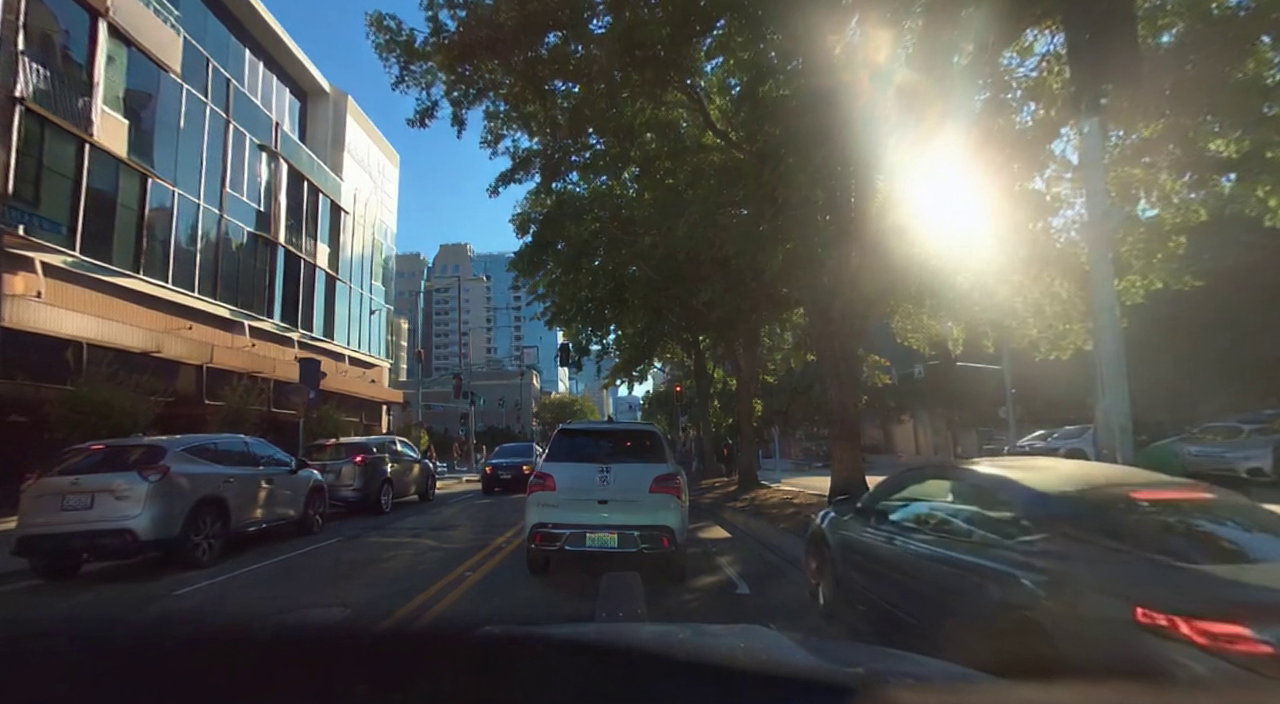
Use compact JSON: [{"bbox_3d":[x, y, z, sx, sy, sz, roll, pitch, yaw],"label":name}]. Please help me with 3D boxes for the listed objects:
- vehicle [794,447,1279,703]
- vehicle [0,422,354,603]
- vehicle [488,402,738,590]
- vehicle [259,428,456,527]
[{"bbox_3d":[2.567,1.351,4.368,1.882,1.354,4.749,0,-9,1],"label":"vehicle"},{"bbox_3d":[-5.756,1.858,8.286,1.904,1.684,4.529,0,-9,-1],"label":"vehicle"},{"bbox_3d":[-0.227,1.606,7.784,2.258,1.687,3.934,0,-9,1],"label":"vehicle"},{"bbox_3d":[-5.871,2.655,13.970,2.077,1.791,4.751,0,-9,1],"label":"vehicle"}]
